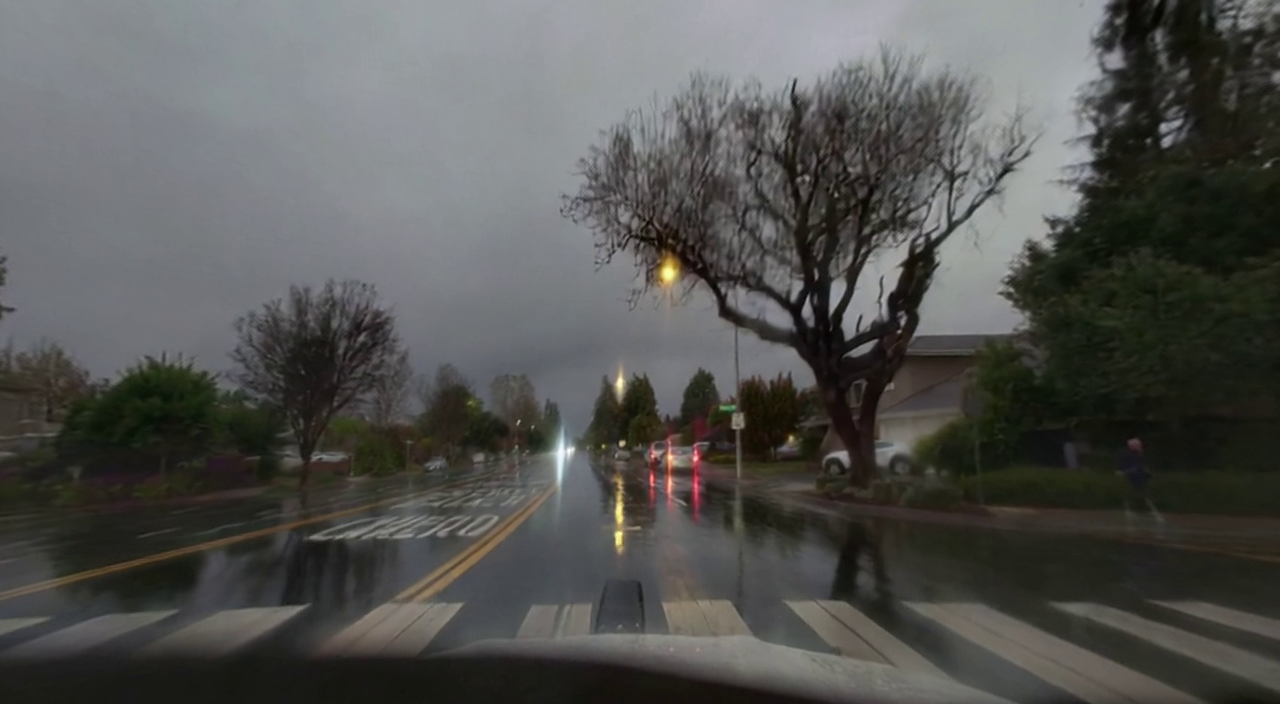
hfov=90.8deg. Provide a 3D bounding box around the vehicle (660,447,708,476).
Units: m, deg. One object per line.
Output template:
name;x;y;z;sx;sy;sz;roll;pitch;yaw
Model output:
vehicle;2.332;5.968;34.666;1.919;1.474;4.370;1;-9;-6

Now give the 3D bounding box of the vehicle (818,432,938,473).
vehicle;10.276;4.361;27.451;4.492;1.619;1.849;-6;-10;33

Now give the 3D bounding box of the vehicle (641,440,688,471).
vehicle;1.470;6.746;41.302;2.293;1.858;5.868;1;-9;-6
